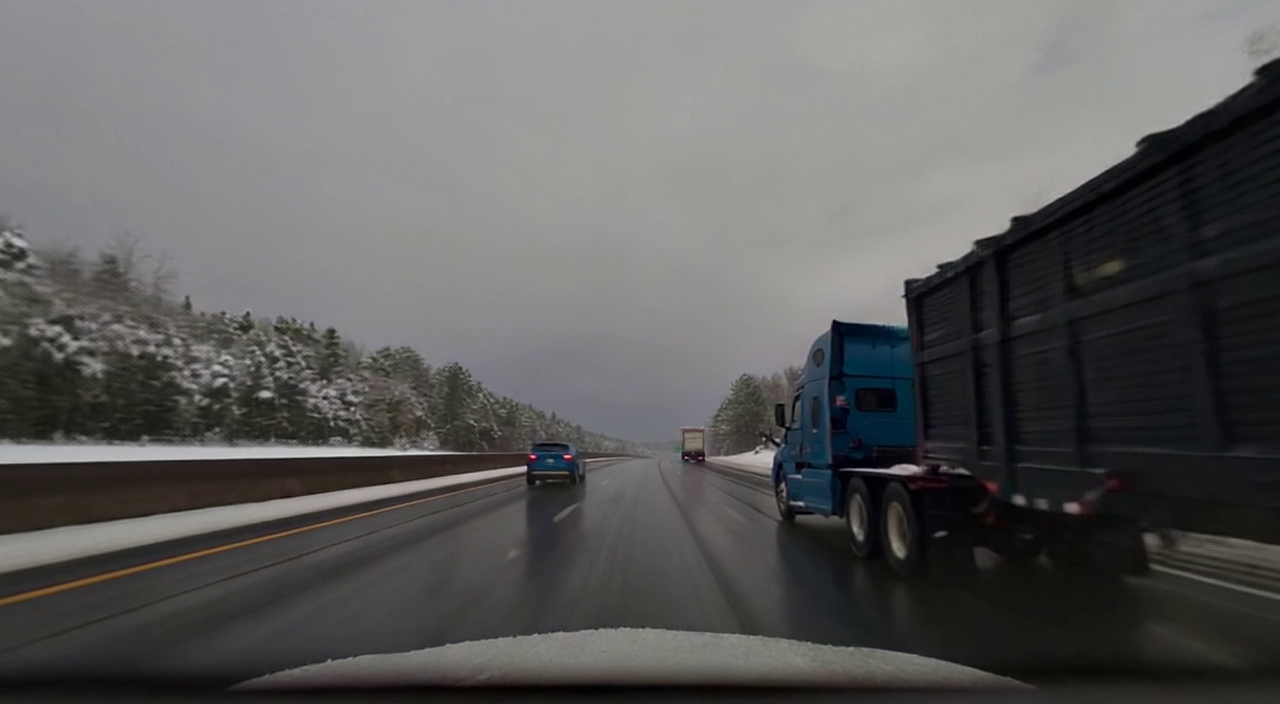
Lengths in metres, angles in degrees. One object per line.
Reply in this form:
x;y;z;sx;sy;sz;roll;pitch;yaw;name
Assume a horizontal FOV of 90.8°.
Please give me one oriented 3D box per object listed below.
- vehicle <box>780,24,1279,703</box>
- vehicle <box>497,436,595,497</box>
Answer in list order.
4.311;0.666;5.497;2.868;3.427;14.032;0;-9;0;vehicle
-2.761;3.523;19.705;2.297;1.683;4.385;0;-9;1;vehicle
